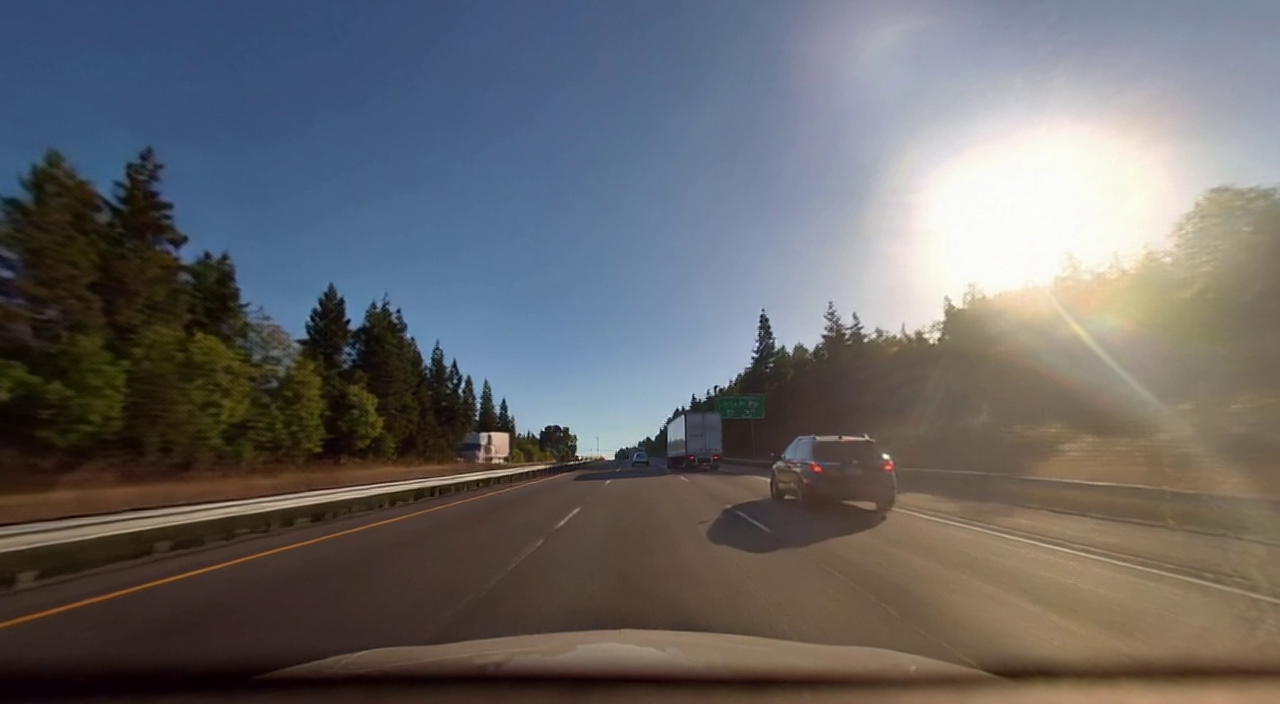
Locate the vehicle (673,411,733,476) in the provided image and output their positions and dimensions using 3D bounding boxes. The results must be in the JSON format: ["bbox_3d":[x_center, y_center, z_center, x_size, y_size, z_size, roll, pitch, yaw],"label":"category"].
[{"bbox_3d":[4.157,6.468,44.203,3.117,3.971,10.593,1,-9,0],"label":"vehicle"}]

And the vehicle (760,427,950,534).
[{"bbox_3d":[3.767,2.340,12.005,2.096,1.653,4.185,0,-9,0],"label":"vehicle"}]
